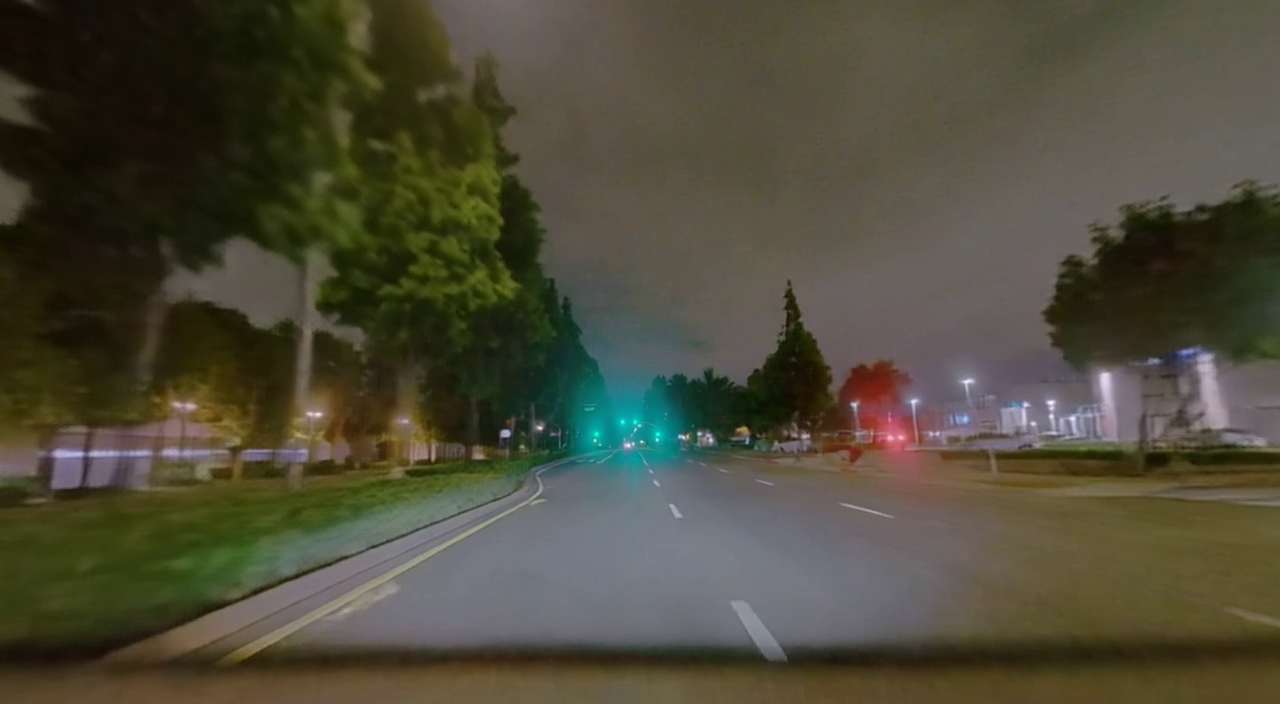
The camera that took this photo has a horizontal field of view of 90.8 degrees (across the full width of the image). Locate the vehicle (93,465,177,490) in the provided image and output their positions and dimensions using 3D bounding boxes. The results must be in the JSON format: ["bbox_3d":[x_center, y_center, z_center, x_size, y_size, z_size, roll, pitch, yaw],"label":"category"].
[{"bbox_3d":[-31.549,7.833,39.514,3.684,1.388,1.808,0,-9,0],"label":"vehicle"}]

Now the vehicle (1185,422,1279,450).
[{"bbox_3d":[32.324,4.568,34.180,1.716,1.424,4.210,0,-9,-3],"label":"vehicle"}]

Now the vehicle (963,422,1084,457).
[{"bbox_3d":[18.932,4.344,31.336,4.688,1.658,1.950,0,-9,-1],"label":"vehicle"}]
